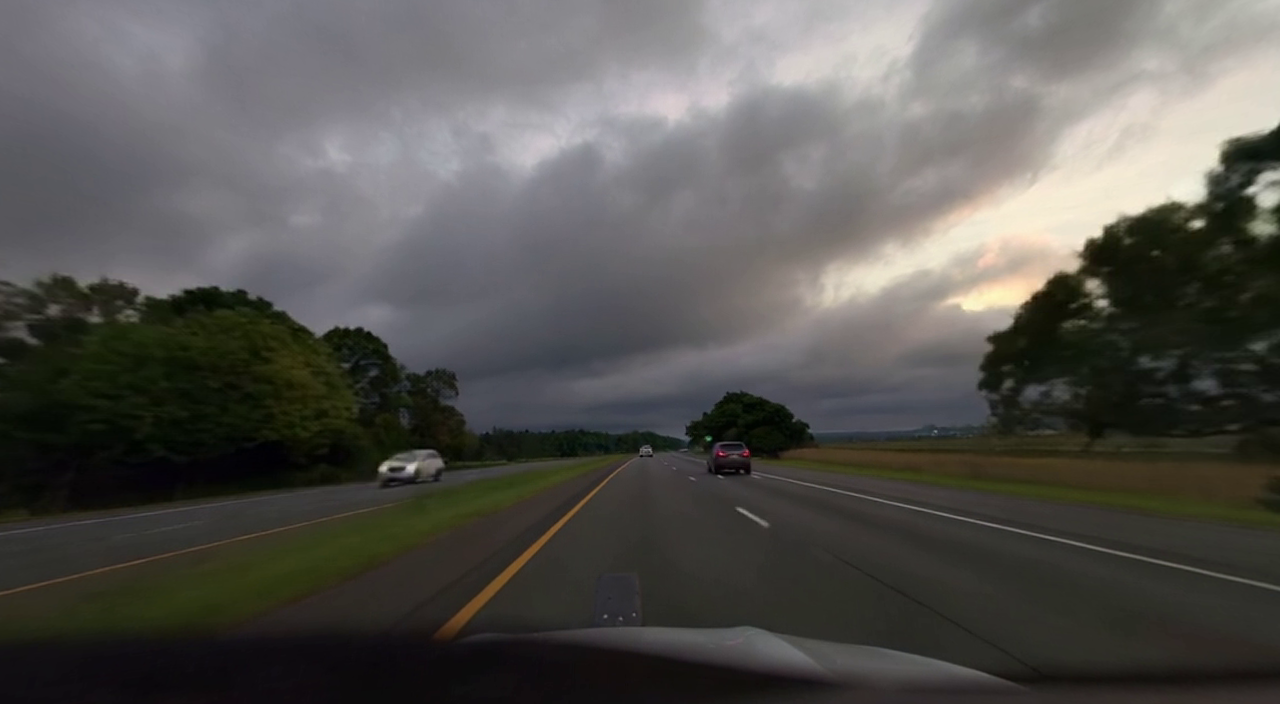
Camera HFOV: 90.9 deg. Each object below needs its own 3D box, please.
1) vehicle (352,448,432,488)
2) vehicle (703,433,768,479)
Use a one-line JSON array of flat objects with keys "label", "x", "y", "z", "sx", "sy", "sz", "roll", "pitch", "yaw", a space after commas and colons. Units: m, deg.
[{"label": "vehicle", "x": -12.897, "y": 6.029, "z": 33.155, "sx": 2.093, "sy": 1.934, "sz": 5.161, "roll": 0, "pitch": -9, "yaw": 0}, {"label": "vehicle", "x": 4.456, "y": 4.944, "z": 30.189, "sx": 2.189, "sy": 2.007, "sz": 4.872, "roll": 0, "pitch": -9, "yaw": -1}]
